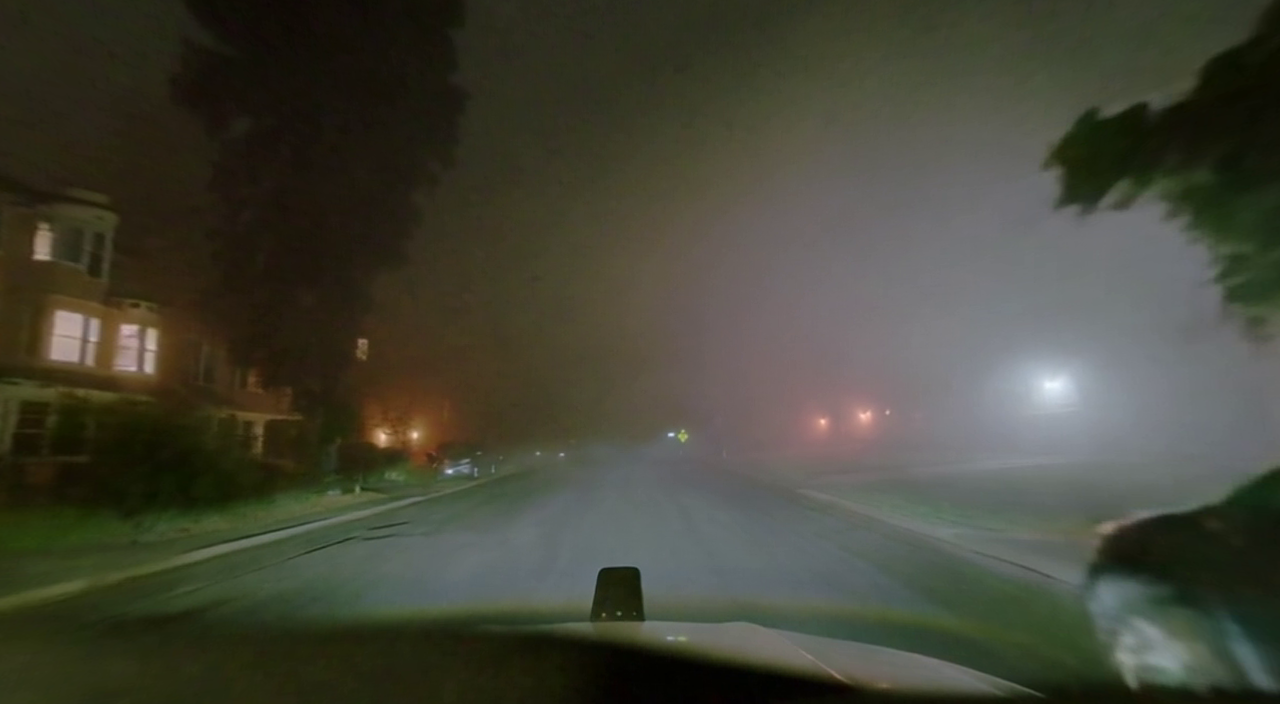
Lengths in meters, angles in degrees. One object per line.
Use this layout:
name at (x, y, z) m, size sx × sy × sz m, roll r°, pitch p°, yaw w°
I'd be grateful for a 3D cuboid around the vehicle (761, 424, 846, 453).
vehicle at (11.700, 6.223, 45.431) m, size 5.367 × 1.953 × 2.257 m, roll 1°, pitch -8°, yaw -6°

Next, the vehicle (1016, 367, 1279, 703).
vehicle at (3.566, 0.671, 1.297) m, size 2.291 × 1.546 × 5.204 m, roll 0°, pitch -8°, yaw -1°

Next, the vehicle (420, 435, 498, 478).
vehicle at (-8.637, 5.097, 30.716) m, size 2.352 × 1.843 × 4.979 m, roll -1°, pitch -10°, yaw 0°
